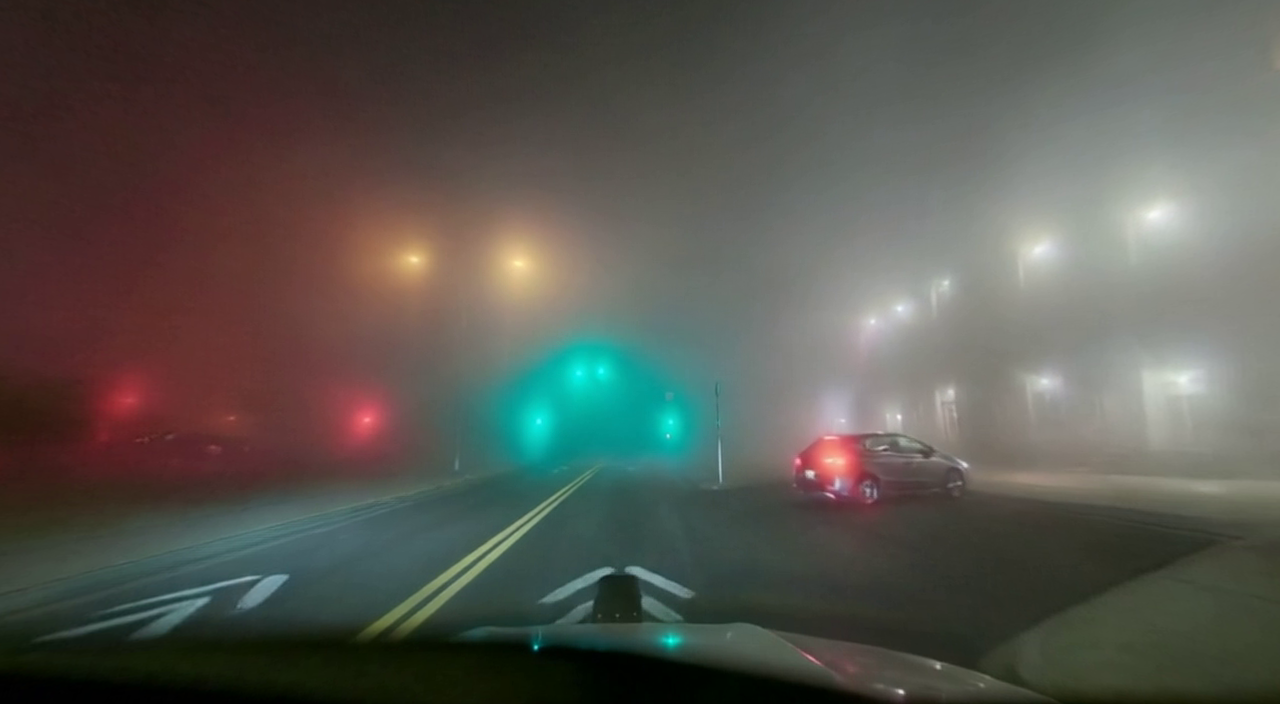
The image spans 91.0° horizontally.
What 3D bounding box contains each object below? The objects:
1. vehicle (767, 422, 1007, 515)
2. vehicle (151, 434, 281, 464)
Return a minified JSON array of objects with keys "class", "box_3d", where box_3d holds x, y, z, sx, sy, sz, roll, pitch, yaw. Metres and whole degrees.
[{"class":"vehicle","box_3d":[4.728,2.160,12.119,4.033,1.514,1.974,3,-9,-25]},{"class":"vehicle","box_3d":[-19.448,4.476,29.236,2.660,1.211,4.739,-1,-8,2]}]
